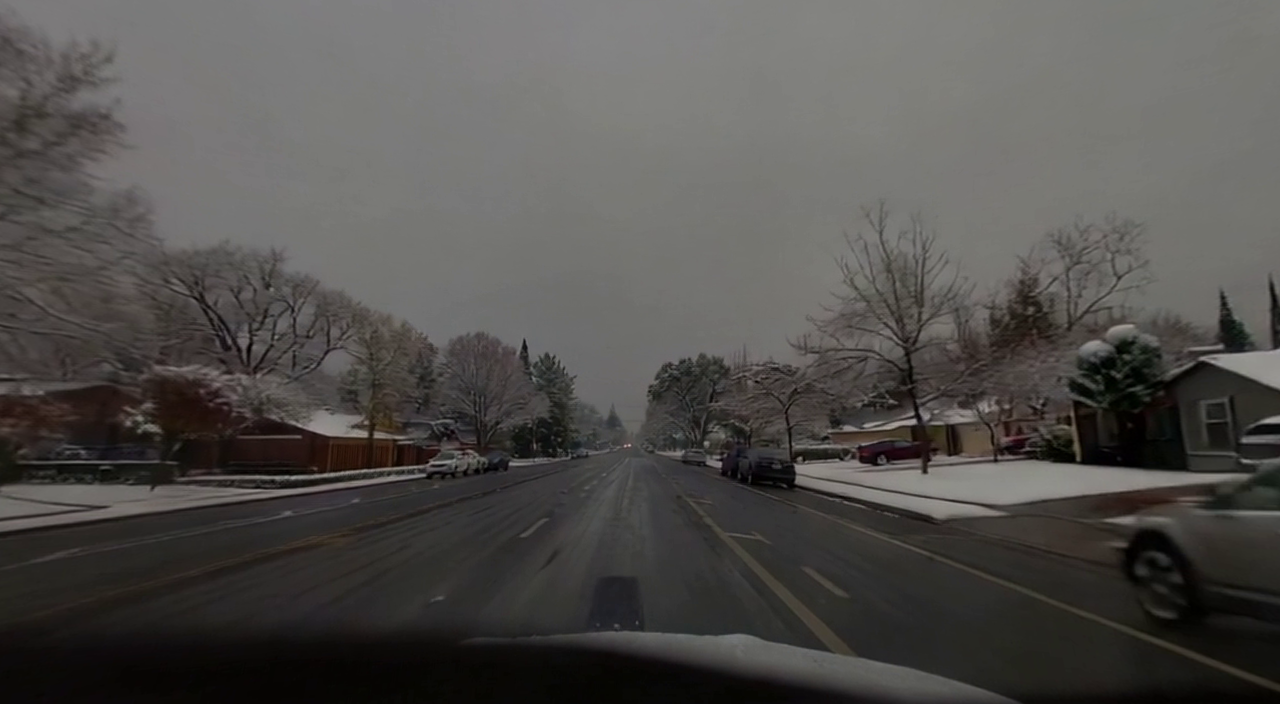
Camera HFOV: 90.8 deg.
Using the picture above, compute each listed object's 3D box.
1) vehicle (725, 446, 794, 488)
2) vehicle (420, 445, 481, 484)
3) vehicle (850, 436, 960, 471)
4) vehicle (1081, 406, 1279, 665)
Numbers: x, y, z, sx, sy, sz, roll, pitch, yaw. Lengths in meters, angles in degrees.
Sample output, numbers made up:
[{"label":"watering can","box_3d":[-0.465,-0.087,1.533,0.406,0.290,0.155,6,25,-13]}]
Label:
[{"label":"vehicle","box_3d":[4.905,4.789,26.768,1.900,1.608,5.037,0,-8,0]},{"label":"vehicle","box_3d":[-12.171,7.209,40.906,2.396,2.159,5.470,-2,-8,-1]},{"label":"vehicle","box_3d":[13.752,5.299,33.000,4.789,1.556,1.897,-3,-8,1]},{"label":"vehicle","box_3d":[5.228,1.155,3.799,2.001,1.693,4.311,0,-9,0]}]
